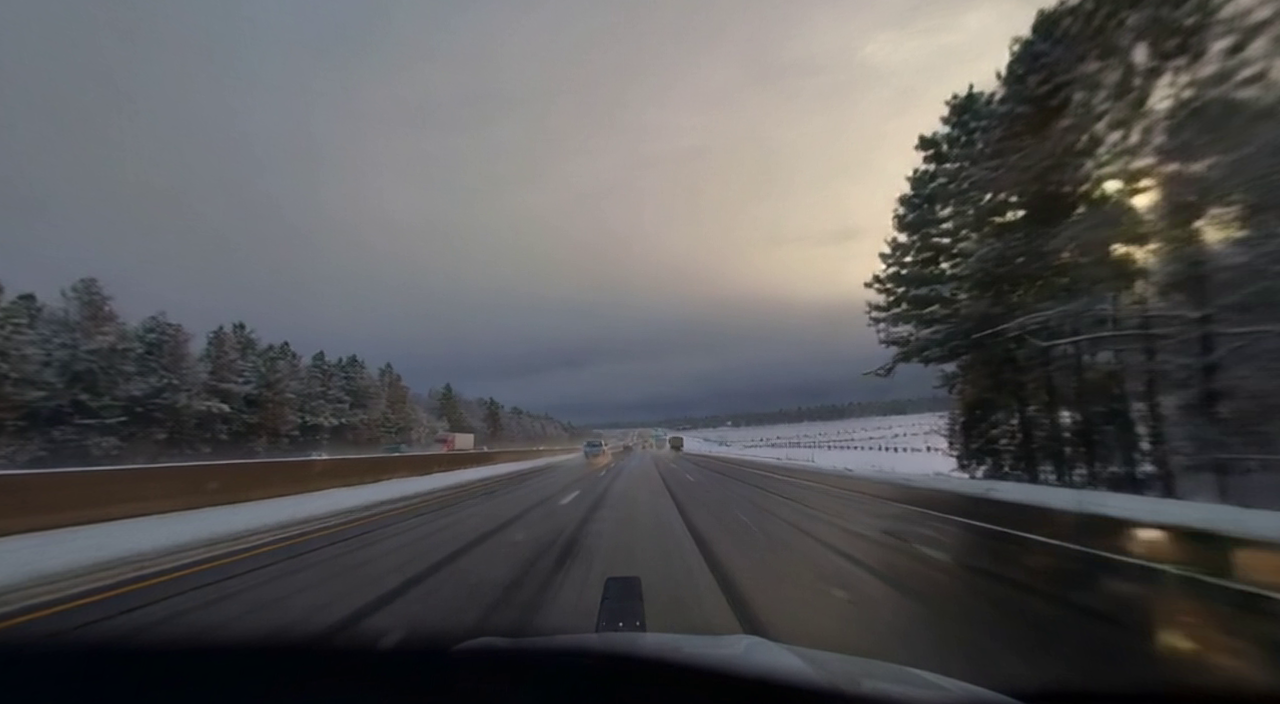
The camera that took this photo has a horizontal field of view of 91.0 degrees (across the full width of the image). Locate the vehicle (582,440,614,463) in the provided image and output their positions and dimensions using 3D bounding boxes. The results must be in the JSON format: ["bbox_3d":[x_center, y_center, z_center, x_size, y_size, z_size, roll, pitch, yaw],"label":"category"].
[{"bbox_3d":[-3.231,7.741,49.046,2.166,1.723,4.267,0,-9,1],"label":"vehicle"}]
